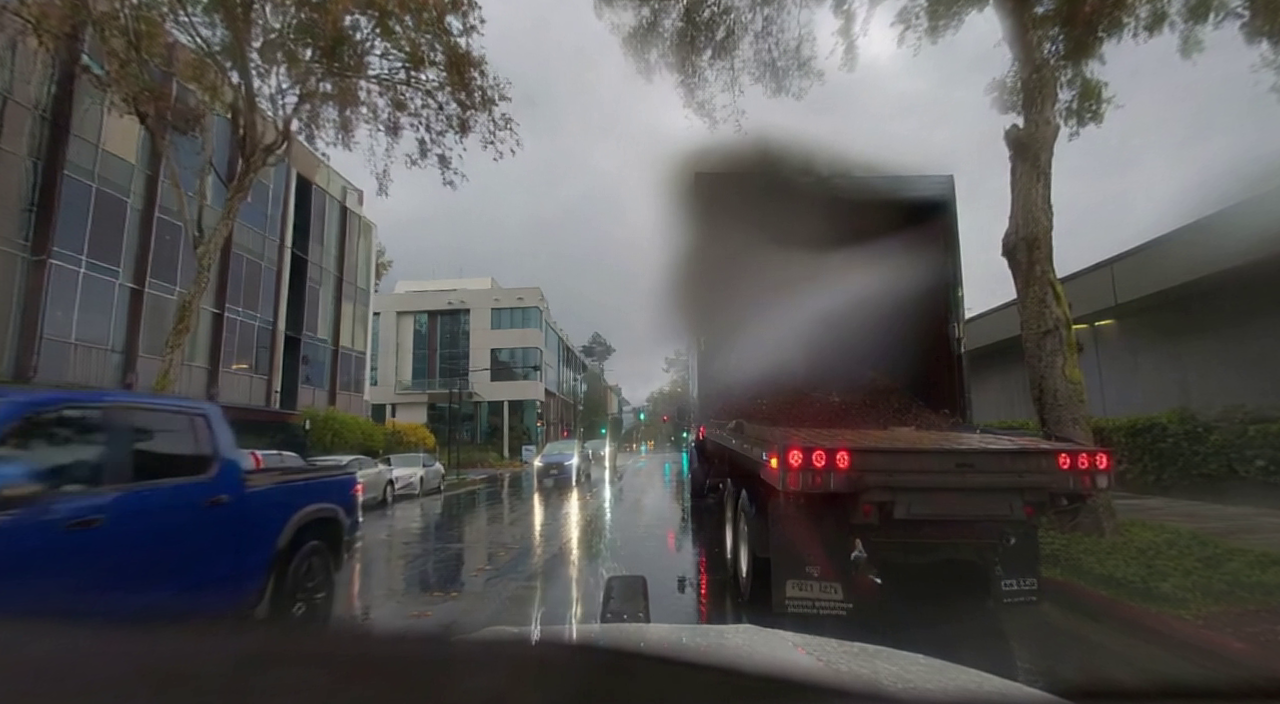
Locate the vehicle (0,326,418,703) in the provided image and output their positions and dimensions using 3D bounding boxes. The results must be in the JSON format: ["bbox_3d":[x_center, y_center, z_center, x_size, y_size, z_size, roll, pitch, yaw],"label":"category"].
[{"bbox_3d":[-3.347,1.020,3.648,2.223,1.804,4.746,0,-8,2],"label":"vehicle"}]

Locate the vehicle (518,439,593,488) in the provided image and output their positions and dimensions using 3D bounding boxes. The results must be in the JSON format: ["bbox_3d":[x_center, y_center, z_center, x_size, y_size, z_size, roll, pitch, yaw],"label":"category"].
[{"bbox_3d":[-2.898,3.933,22.569,2.183,1.563,4.257,0,-8,-2],"label":"vehicle"}]

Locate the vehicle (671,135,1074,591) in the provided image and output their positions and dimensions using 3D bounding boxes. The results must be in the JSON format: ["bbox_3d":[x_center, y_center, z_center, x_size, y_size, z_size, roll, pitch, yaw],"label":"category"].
[{"bbox_3d":[2.536,0.843,11.376,3.320,4.034,11.553,-1,-8,6],"label":"vehicle"}]
